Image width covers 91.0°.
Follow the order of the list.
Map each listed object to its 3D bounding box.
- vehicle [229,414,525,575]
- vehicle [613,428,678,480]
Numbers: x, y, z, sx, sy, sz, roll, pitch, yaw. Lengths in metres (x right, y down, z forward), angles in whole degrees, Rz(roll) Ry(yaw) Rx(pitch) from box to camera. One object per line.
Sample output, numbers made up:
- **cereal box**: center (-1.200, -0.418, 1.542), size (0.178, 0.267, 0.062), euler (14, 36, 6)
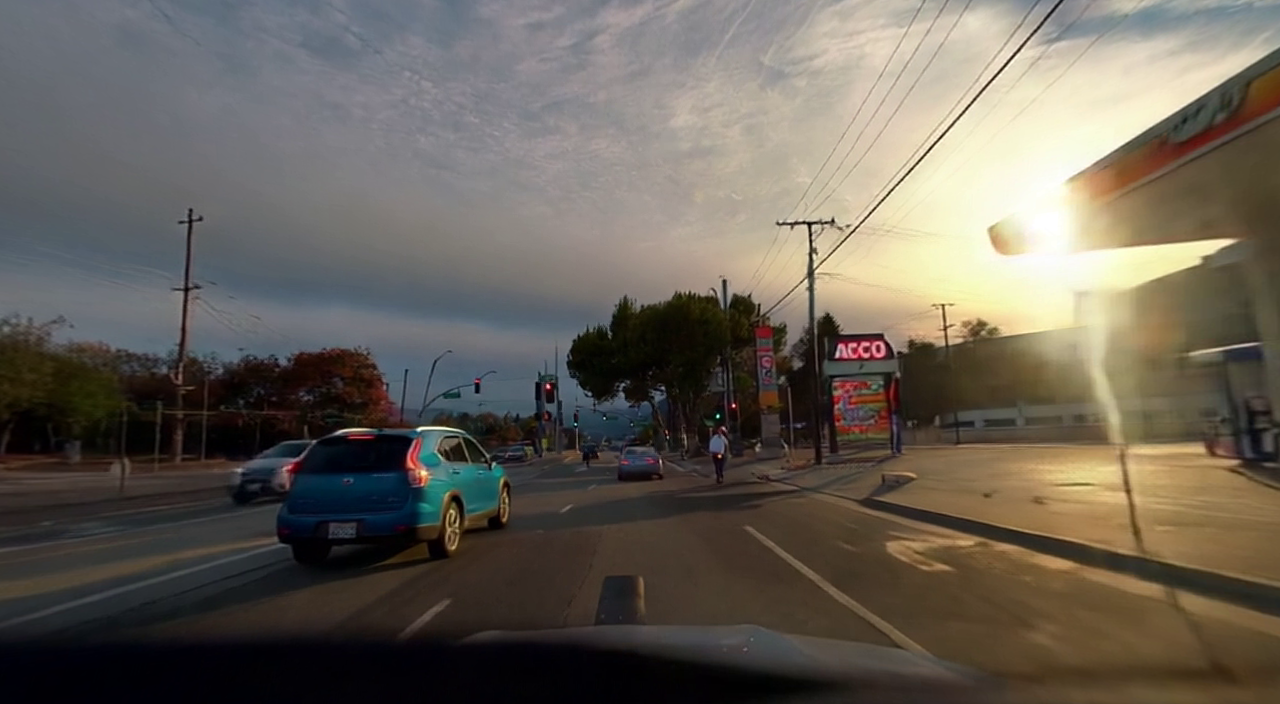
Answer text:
- **vehicle**: center (-3.352, 1.934, 9.438), size (2.247, 1.734, 4.919), euler (-1, -8, 1)
- **vehicle**: center (0.157, 4.425, 27.464), size (2.552, 1.999, 5.498), euler (0, -8, -1)
